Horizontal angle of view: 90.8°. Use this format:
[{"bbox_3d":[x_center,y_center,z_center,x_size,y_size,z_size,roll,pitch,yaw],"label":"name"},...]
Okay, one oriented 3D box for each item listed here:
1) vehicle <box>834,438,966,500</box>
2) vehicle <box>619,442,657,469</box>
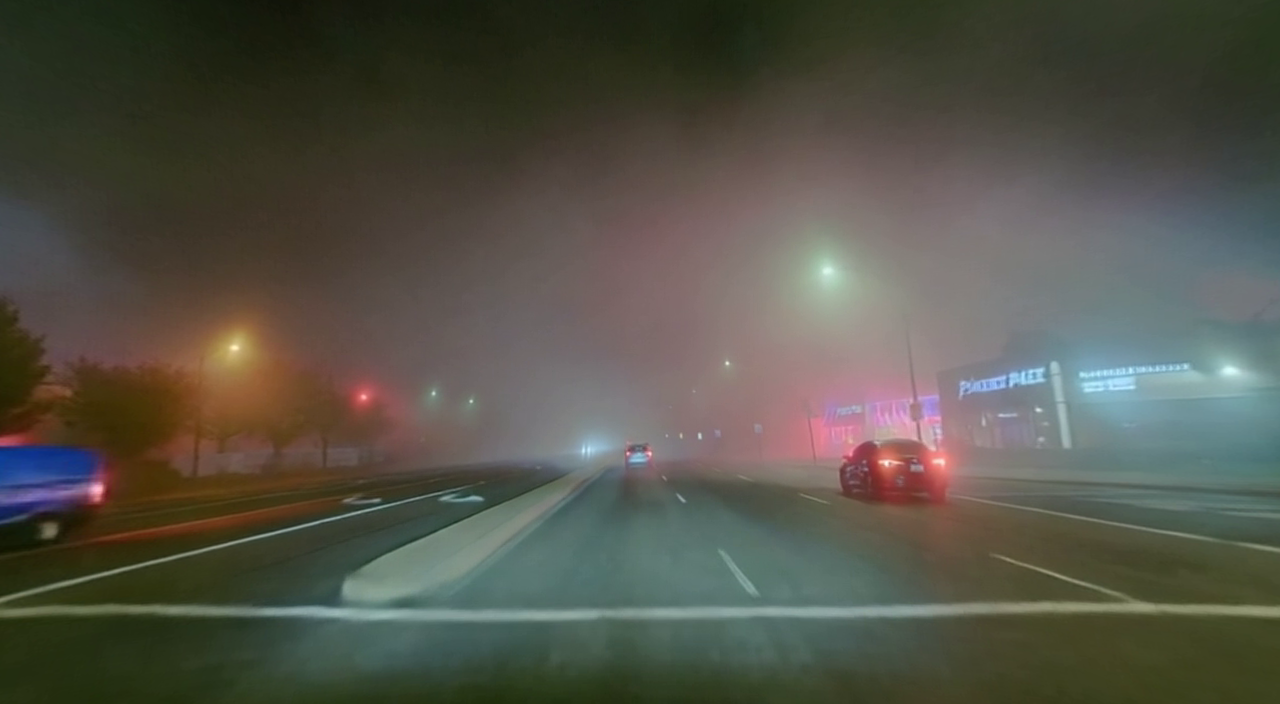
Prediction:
[{"bbox_3d":[6.847,3.083,17.185,1.849,1.464,4.119,0,-8,0],"label":"vehicle"},{"bbox_3d":[-0.158,5.960,36.632,2.027,1.494,3.942,0,-8,-1],"label":"vehicle"}]
